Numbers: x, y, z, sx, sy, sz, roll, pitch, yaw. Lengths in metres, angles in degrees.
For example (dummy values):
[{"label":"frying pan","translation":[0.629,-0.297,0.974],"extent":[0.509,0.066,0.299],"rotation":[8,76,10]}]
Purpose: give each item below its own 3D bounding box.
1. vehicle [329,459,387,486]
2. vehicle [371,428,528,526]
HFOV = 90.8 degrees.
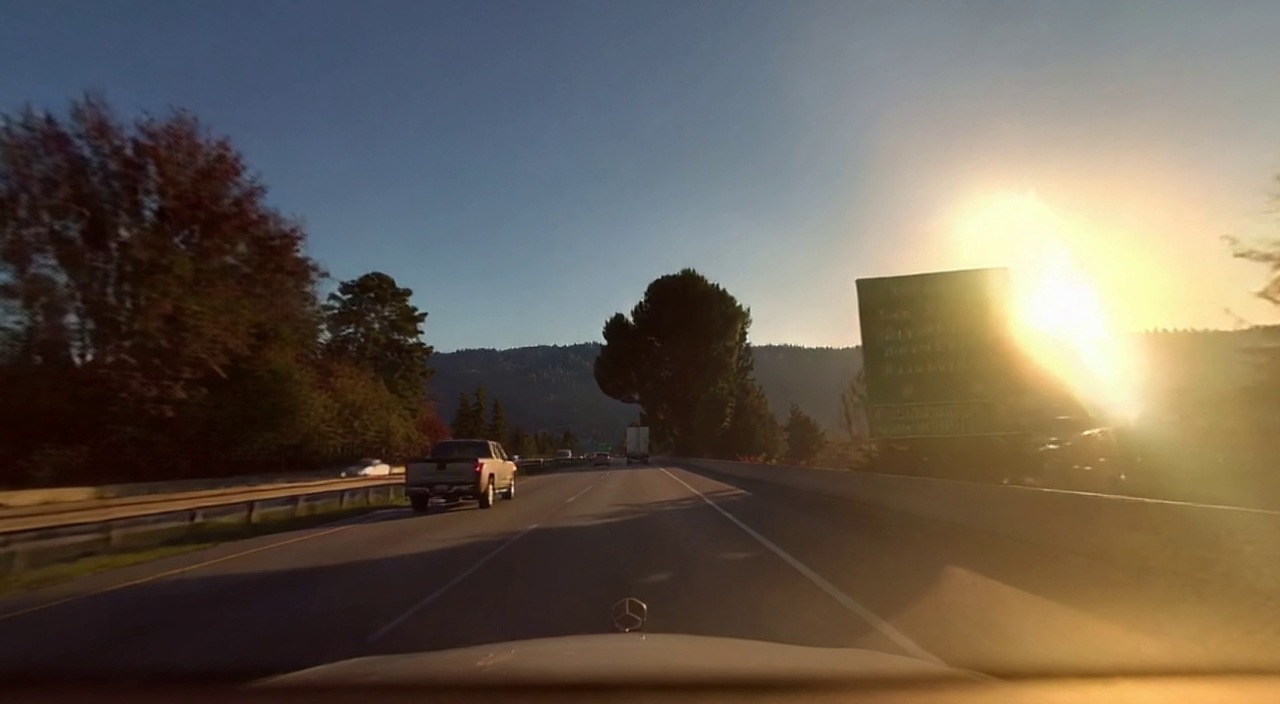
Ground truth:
[{"label":"vehicle","translation":[-16.907,7.241,37.999],"extent":[1.791,1.483,3.609],"rotation":[0,-9,0]},{"label":"vehicle","translation":[-4.056,2.756,14.403],"extent":[2.079,1.845,4.654],"rotation":[0,-9,0]}]
